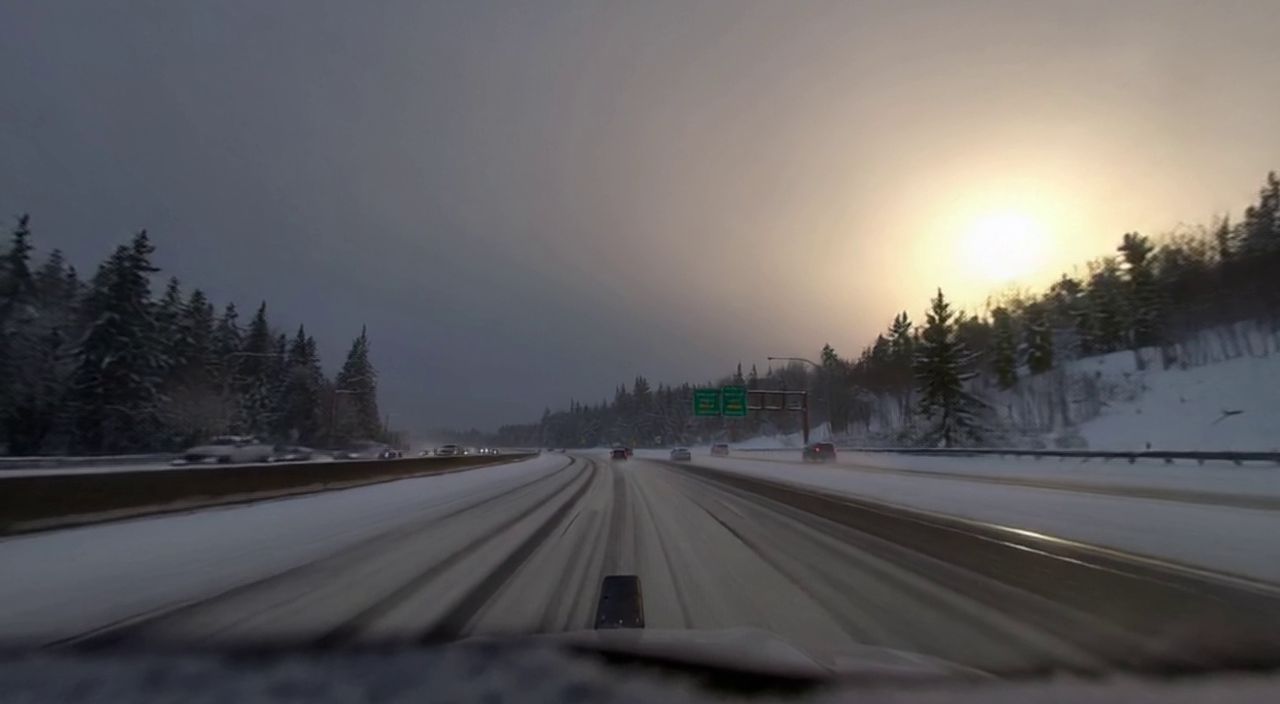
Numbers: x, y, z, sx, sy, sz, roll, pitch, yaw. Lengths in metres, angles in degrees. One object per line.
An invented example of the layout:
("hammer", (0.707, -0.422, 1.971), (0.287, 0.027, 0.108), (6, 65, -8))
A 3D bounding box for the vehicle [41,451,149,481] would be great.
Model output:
("vehicle", (-29.593, 6.155, 34.397), (1.851, 1.499, 4.664), (0, -9, -2))

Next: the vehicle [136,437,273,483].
("vehicle", (-21.130, 5.294, 31.054), (2.405, 1.998, 6.150), (0, -9, -1))

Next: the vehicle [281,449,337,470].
("vehicle", (-25.220, 8.225, 48.191), (1.872, 1.494, 4.752), (0, -9, -2))

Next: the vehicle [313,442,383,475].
("vehicle", (-17.264, 6.322, 37.482), (2.027, 1.796, 4.612), (0, -9, -2))
